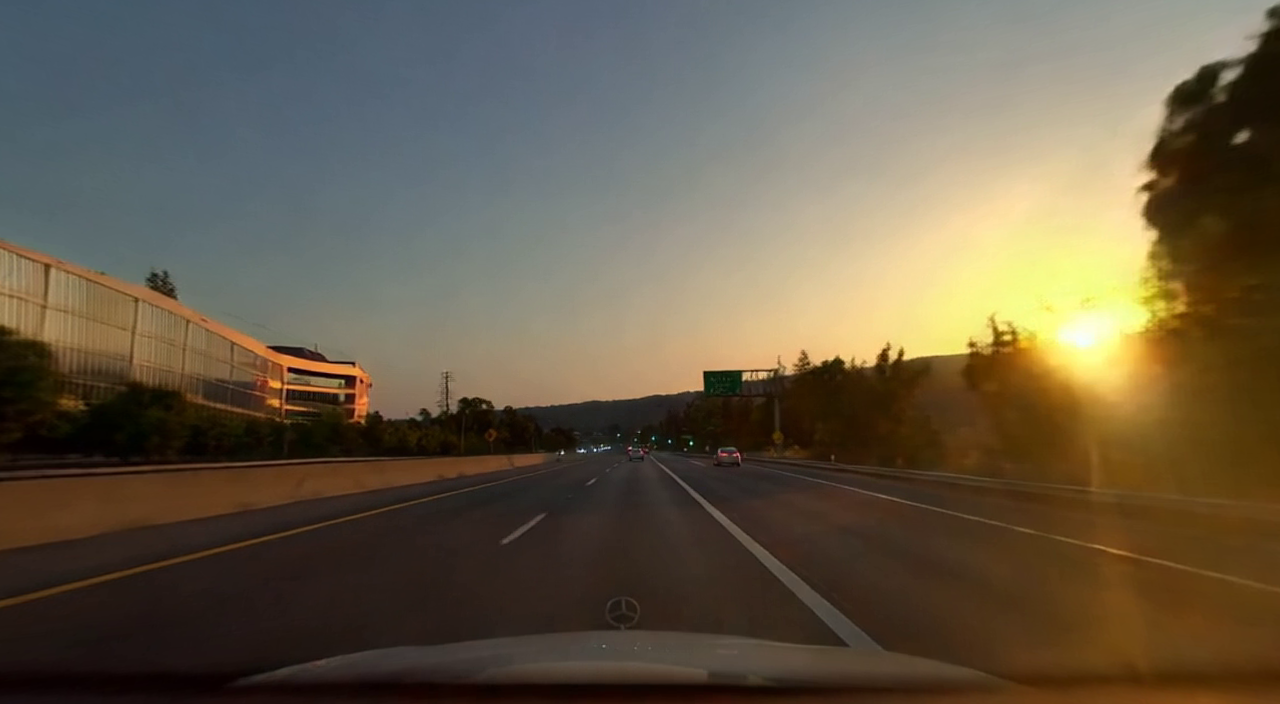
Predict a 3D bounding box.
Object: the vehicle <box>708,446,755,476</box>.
[{"bbox_3d":[5.233,6.314,36.588,2.085,1.594,4.848,0,-9,1],"label":"vehicle"}]
